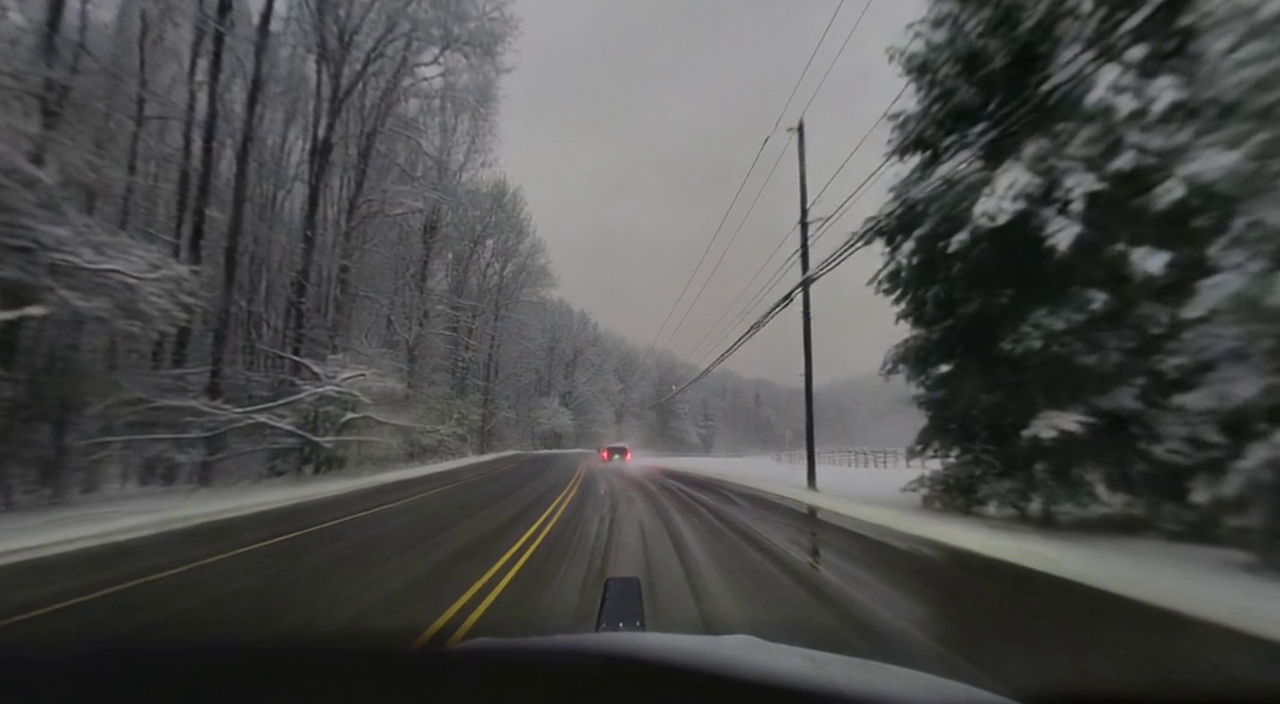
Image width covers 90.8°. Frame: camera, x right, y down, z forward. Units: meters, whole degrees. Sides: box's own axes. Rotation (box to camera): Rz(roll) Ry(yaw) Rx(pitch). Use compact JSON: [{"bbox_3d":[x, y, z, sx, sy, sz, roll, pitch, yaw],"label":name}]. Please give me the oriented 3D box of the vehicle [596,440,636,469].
[{"bbox_3d":[-1.444,5.918,36.649,2.059,1.524,3.963,3,-9,-4],"label":"vehicle"}]
